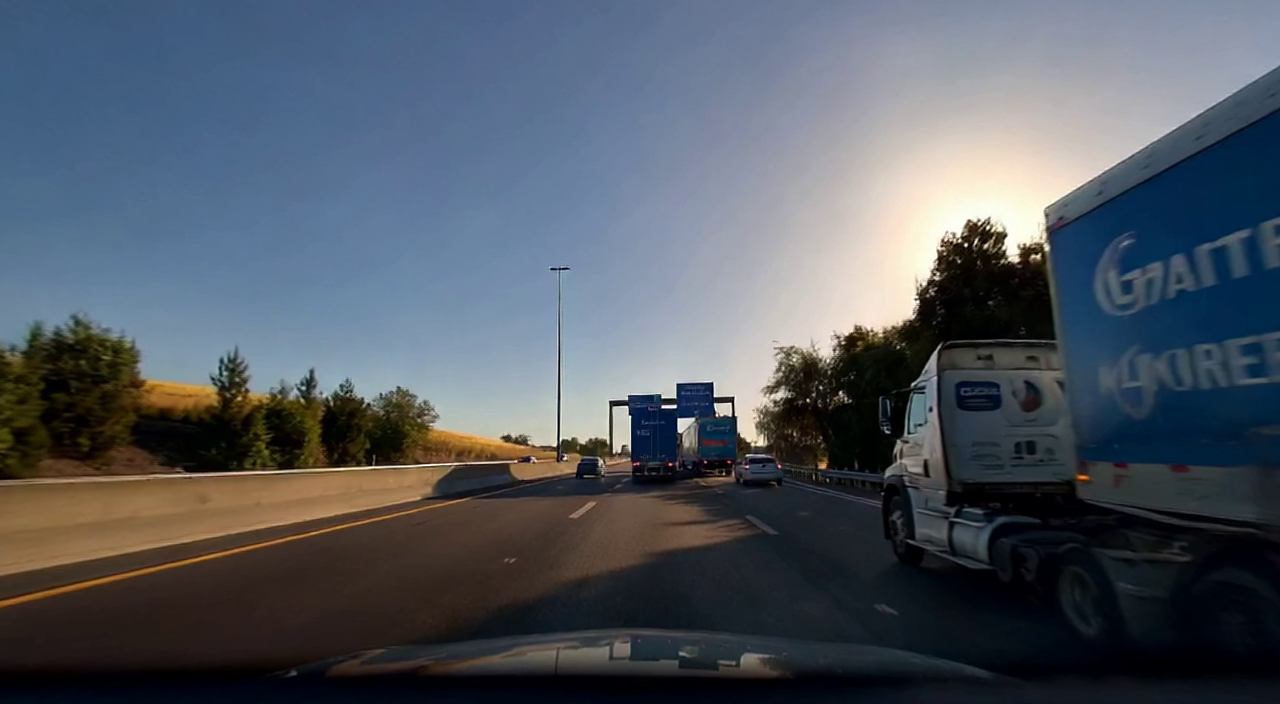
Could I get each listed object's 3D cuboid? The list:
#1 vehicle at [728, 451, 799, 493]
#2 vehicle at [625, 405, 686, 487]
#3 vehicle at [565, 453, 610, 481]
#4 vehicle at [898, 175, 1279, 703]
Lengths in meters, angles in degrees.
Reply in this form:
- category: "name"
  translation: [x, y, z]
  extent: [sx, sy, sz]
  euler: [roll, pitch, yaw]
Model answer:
- category: "vehicle"
  translation: [4.920, 4.853, 25.907]
  extent: [2.086, 1.530, 4.808]
  euler: [-1, -9, 2]
- category: "vehicle"
  translation: [0.776, 5.170, 34.673]
  extent: [2.864, 3.805, 9.709]
  euler: [0, -9, 1]
- category: "vehicle"
  translation: [-2.948, 6.569, 36.146]
  extent: [2.067, 1.452, 4.085]
  euler: [-1, -9, 2]
- category: "vehicle"
  translation: [4.224, 0.732, 4.150]
  extent: [2.636, 2.599, 5.956]
  euler: [-1, -9, 2]
